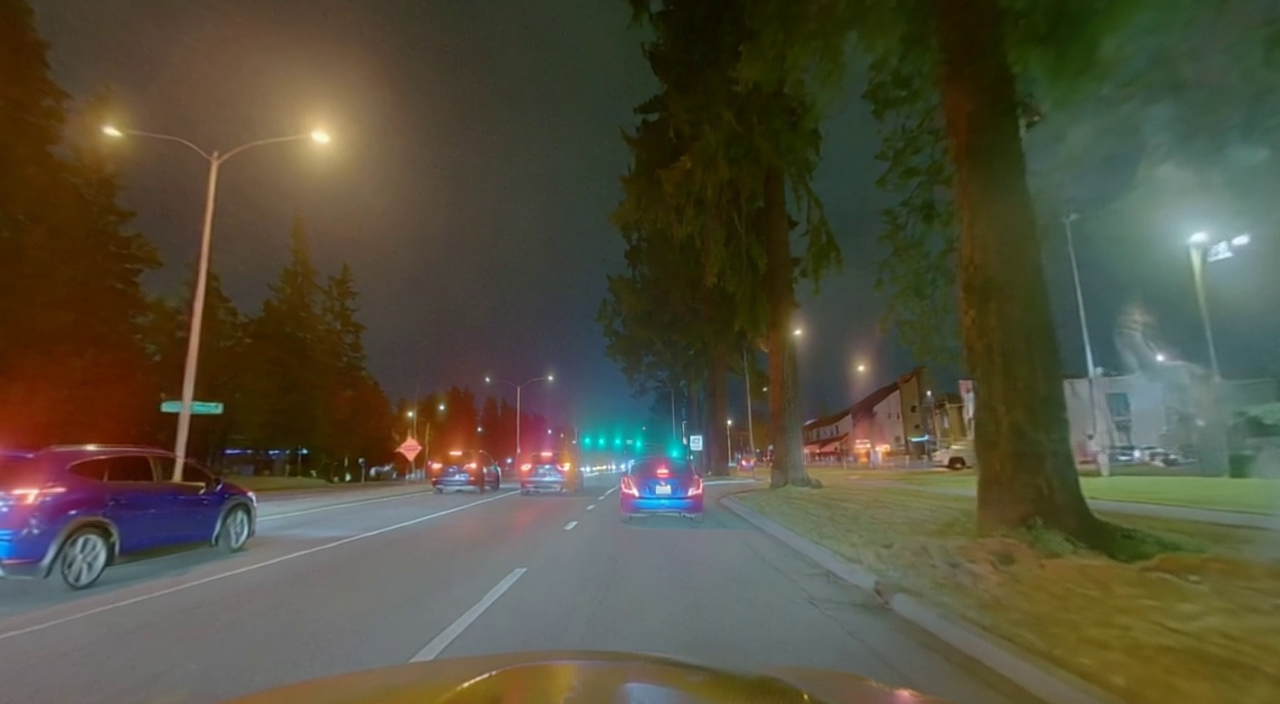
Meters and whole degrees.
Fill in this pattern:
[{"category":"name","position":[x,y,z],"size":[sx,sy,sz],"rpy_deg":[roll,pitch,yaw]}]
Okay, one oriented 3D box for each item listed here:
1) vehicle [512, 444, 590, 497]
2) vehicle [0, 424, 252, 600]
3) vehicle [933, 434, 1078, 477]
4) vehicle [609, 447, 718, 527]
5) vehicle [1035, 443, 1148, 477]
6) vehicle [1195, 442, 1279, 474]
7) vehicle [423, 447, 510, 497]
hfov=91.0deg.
[{"category":"vehicle","position":[-3.145,4.306,23.332],"size":[2.055,1.725,4.732],"rpy_deg":[0,-9,2]},{"category":"vehicle","position":[-7.058,1.761,7.593],"size":[1.968,1.657,4.230],"rpy_deg":[0,-9,1]},{"category":"vehicle","position":[18.215,5.144,31.607],"size":[5.852,1.962,2.323],"rpy_deg":[-8,-11,41]},{"category":"vehicle","position":[0.491,2.903,14.155],"size":[2.091,1.494,3.962],"rpy_deg":[0,-9,1]},{"category":"vehicle","position":[22.429,5.384,31.407],"size":[4.220,1.550,1.935],"rpy_deg":[-9,-13,43]},{"category":"vehicle","position":[30.468,5.215,31.128],"size":[1.757,1.496,4.200],"rpy_deg":[8,-11,-42]},{"category":"vehicle","position":[-6.731,4.655,24.993],"size":[2.032,1.767,4.549],"rpy_deg":[0,-9,1]}]
